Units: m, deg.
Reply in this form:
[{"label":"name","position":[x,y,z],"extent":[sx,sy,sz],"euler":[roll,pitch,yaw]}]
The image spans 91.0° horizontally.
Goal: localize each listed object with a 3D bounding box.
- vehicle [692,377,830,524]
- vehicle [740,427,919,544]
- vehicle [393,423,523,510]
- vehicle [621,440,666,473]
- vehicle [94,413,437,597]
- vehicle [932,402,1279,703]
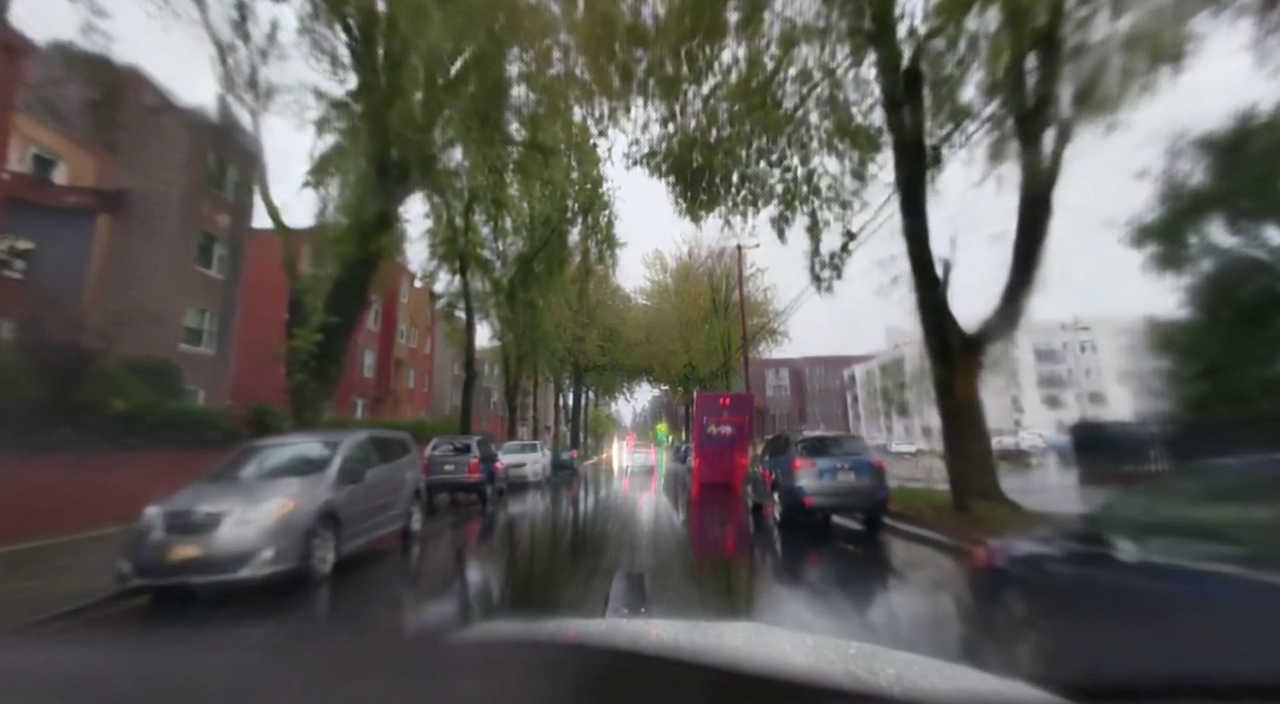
[{"label":"vehicle","position":[2.868,2.341,16.784],"extent":[2.489,3.082,6.627],"euler":[1,-4,1]},{"label":"vehicle","position":[3.037,2.204,11.110],"extent":[1.901,1.649,4.118],"euler":[0,-8,0]},{"label":"vehicle","position":[-4.616,2.895,16.758],"extent":[2.022,1.721,4.355],"euler":[1,-3,2]},{"label":"vehicle","position":[0.210,5.056,30.723],"extent":[2.095,1.510,3.605],"euler":[0,-8,2]},{"label":"vehicle","position":[-4.297,1.684,8.172],"extent":[1.951,1.662,4.046],"euler":[1,-4,0]},{"label":"vehicle","position":[3.007,0.927,2.058],"extent":[2.050,1.493,4.316],"euler":[0,-8,0]}]
